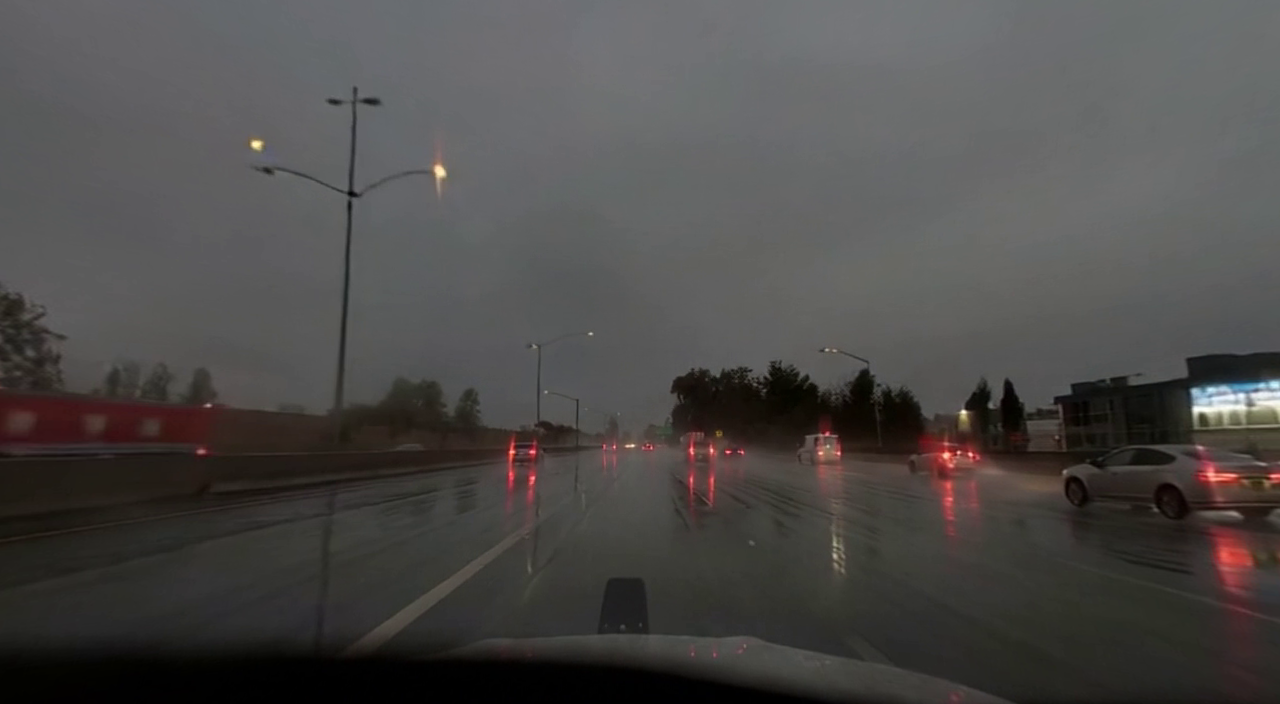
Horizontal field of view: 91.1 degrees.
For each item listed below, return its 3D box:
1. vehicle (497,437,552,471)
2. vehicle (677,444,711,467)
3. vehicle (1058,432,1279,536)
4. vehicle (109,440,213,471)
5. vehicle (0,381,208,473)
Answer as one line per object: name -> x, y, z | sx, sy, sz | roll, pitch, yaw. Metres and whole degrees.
vehicle -> -6.337, 5.647, 34.868 | 2.091, 1.746, 4.437 | 0, -9, 1
vehicle -> 3.648, 7.057, 42.892 | 1.950, 1.453, 3.378 | 0, -9, -1
vehicle -> 10.199, 2.244, 11.312 | 1.979, 1.467, 4.839 | 0, -9, 0
vehicle -> -24.521, 5.285, 32.350 | 1.821, 1.455, 4.380 | 0, -9, 1
vehicle -> -28.882, 3.956, 31.803 | 2.859, 3.925, 15.495 | 0, -9, 0
